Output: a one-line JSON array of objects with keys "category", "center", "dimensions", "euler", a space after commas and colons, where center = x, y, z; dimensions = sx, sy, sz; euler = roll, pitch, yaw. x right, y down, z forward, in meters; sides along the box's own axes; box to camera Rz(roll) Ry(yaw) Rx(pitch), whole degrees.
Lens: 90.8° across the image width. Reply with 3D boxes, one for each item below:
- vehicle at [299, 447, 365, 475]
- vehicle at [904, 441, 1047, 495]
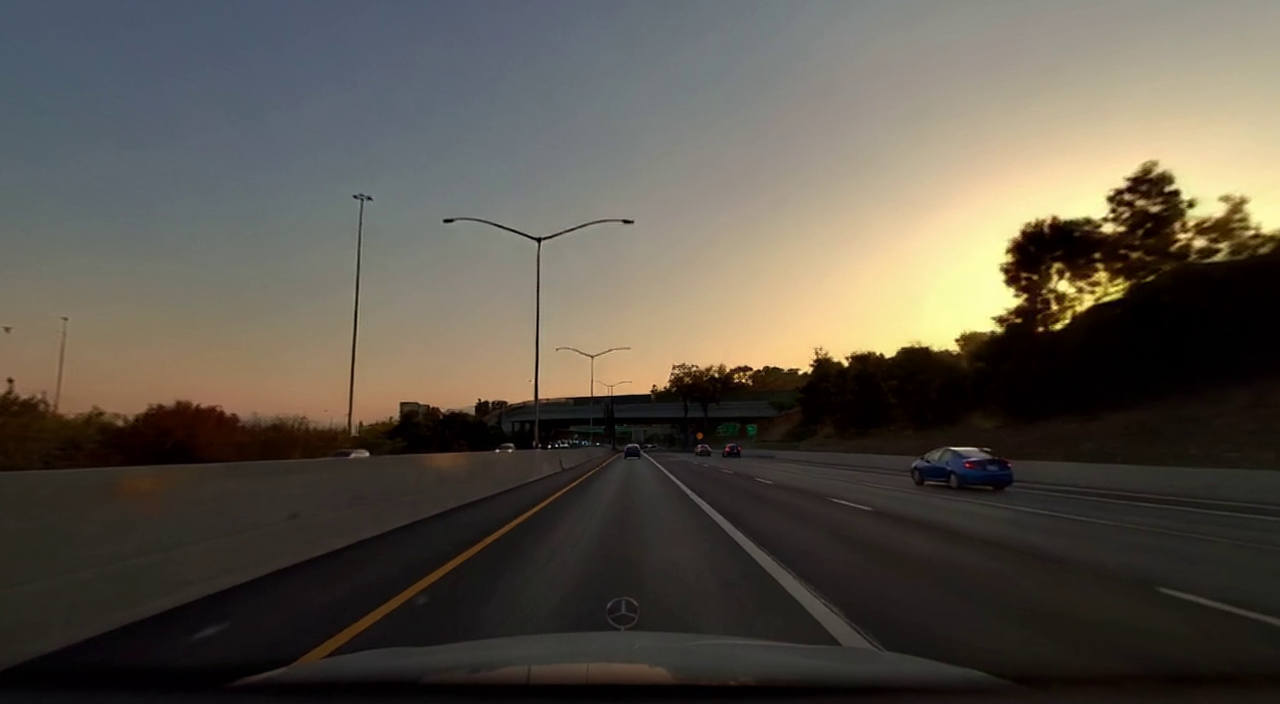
[{"category": "vehicle", "center": [-21.232, 7.519, 43.793], "dimensions": [2.059, 1.687, 5.067], "euler": [0, -8, -1]}, {"category": "vehicle", "center": [10.667, 3.684, 20.595], "dimensions": [2.024, 1.481, 4.747], "euler": [1, -8, -1]}]
